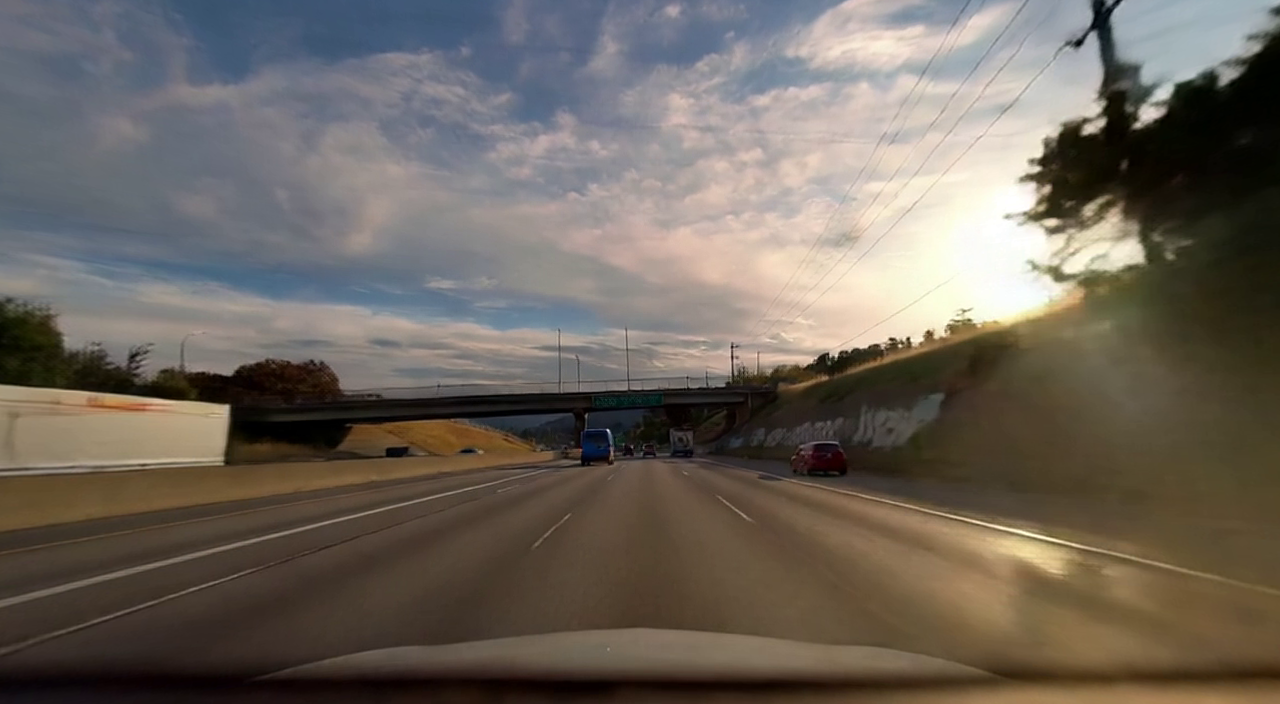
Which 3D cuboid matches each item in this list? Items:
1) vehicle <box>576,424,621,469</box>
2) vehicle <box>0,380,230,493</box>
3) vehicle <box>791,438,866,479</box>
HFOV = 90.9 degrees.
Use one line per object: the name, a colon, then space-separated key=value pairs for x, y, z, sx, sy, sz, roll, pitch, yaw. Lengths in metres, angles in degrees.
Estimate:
vehicle: x=-2.541 y=6.069 z=40.299 sx=2.451 sy=2.627 sz=5.868 roll=0 pitch=-9 yaw=0
vehicle: x=-19.774 y=3.227 z=23.638 sx=3.267 sy=3.506 sz=7.908 roll=0 pitch=-9 yaw=1
vehicle: x=8.164 y=4.661 z=27.695 sx=1.936 sy=1.664 sz=4.198 roll=0 pitch=-9 yaw=0
